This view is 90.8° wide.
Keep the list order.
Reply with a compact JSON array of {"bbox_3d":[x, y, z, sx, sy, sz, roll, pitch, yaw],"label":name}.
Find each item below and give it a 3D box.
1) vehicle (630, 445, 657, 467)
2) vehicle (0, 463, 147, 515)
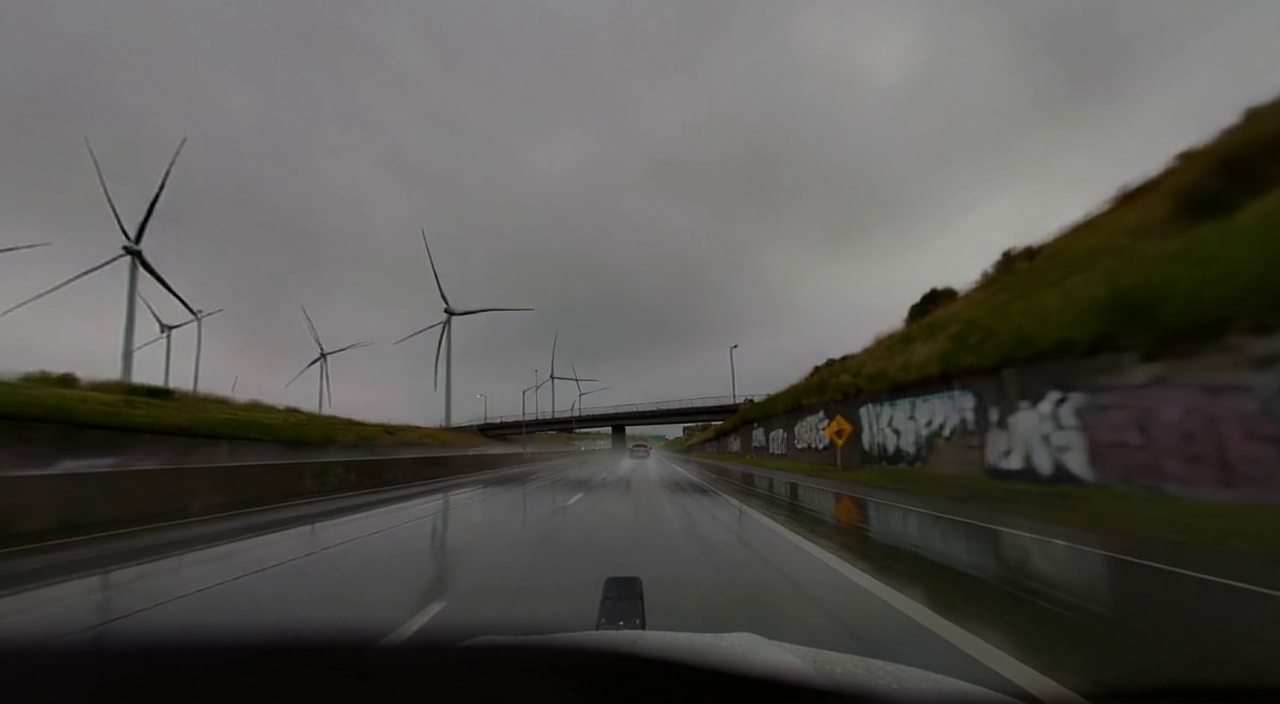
[{"bbox_3d":[0.247,7.682,46.608,1.870,1.481,4.234,0,-9,0],"label":"vehicle"},{"bbox_3d":[-19.047,4.450,20.956,1.783,1.432,4.354,0,-9,0],"label":"vehicle"}]
